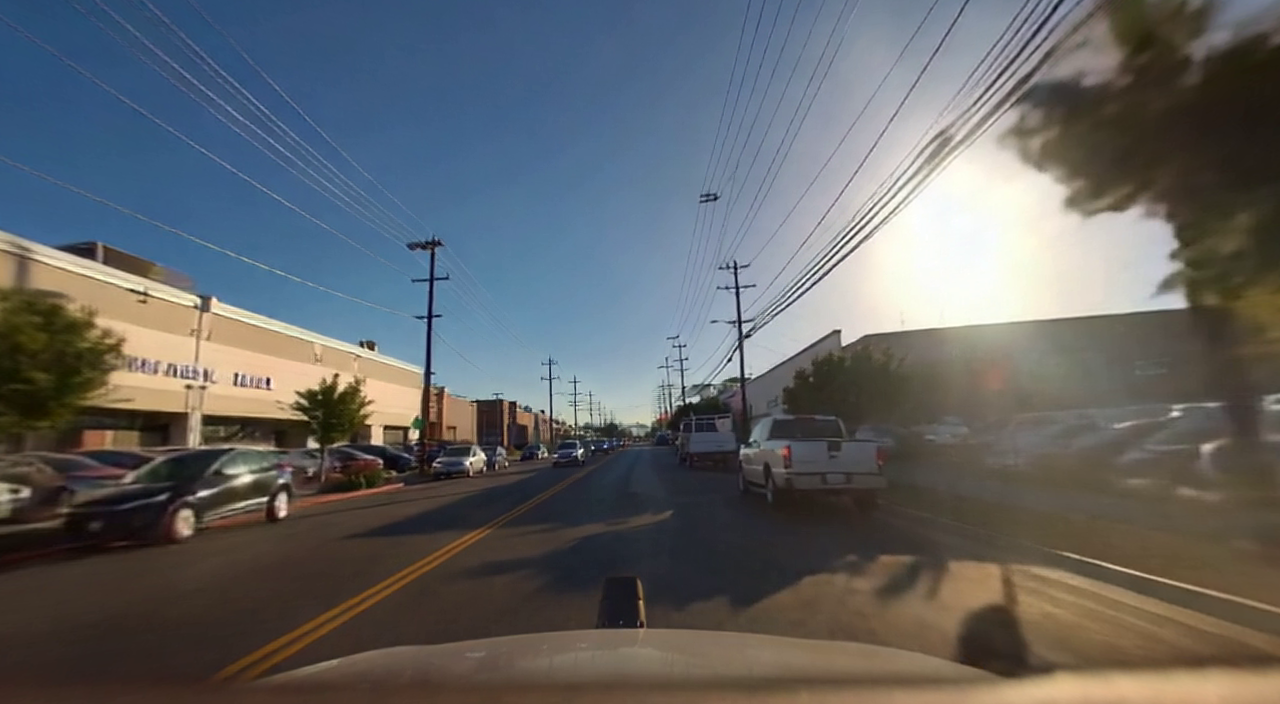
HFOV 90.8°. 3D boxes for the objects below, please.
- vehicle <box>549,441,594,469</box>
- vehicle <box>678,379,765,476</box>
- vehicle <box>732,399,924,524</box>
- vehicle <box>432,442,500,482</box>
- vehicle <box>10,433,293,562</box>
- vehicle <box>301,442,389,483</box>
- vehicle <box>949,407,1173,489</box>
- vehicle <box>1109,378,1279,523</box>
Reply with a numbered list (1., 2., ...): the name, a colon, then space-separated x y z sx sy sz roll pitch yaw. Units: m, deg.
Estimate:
1. vehicle: -4.013 6.126 37.648 2.020 1.528 4.258 -2 -9 2
2. vehicle: 3.459 3.599 29.106 2.874 3.757 8.612 0 -9 0
3. vehicle: 3.522 2.272 13.490 2.249 2.026 6.211 0 -9 1
4. vehicle: -8.337 5.285 30.667 1.954 1.622 4.761 -5 -9 -1
5. vehicle: -8.384 2.479 11.495 1.921 1.750 4.208 -4 -9 -2
6. vehicle: -14.550 5.461 31.490 2.001 1.838 4.855 0 -9 0
7. vehicle: 9.104 2.164 14.239 1.851 1.541 4.336 0 -9 -3
8. vehicle: 9.275 1.320 8.699 1.985 1.858 4.831 -2 -8 2
